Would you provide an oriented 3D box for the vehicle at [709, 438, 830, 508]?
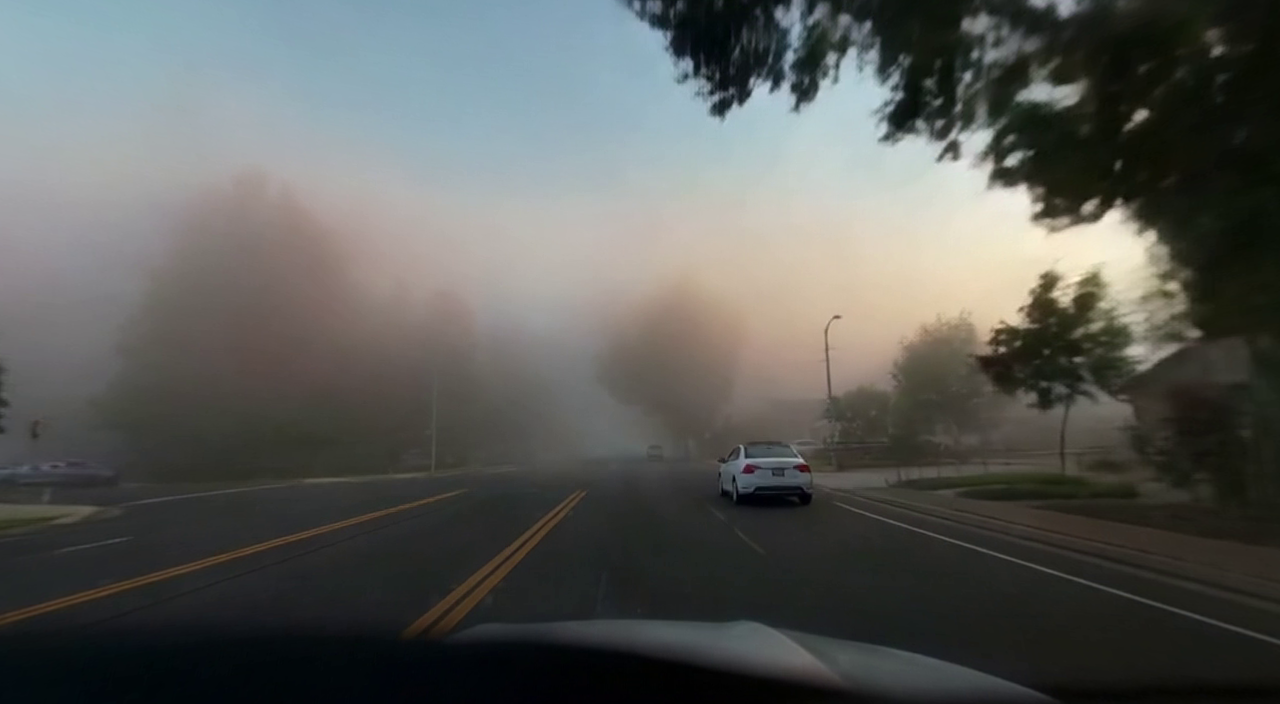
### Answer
[{"bbox_3d":[3.057,2.955,15.949,2.057,1.493,4.225,0,-8,-1],"label":"vehicle"}]

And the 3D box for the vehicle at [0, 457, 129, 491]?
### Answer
[{"bbox_3d":[-29.375,6.193,32.287,4.917,1.598,1.937,-1,-8,4],"label":"vehicle"}]
